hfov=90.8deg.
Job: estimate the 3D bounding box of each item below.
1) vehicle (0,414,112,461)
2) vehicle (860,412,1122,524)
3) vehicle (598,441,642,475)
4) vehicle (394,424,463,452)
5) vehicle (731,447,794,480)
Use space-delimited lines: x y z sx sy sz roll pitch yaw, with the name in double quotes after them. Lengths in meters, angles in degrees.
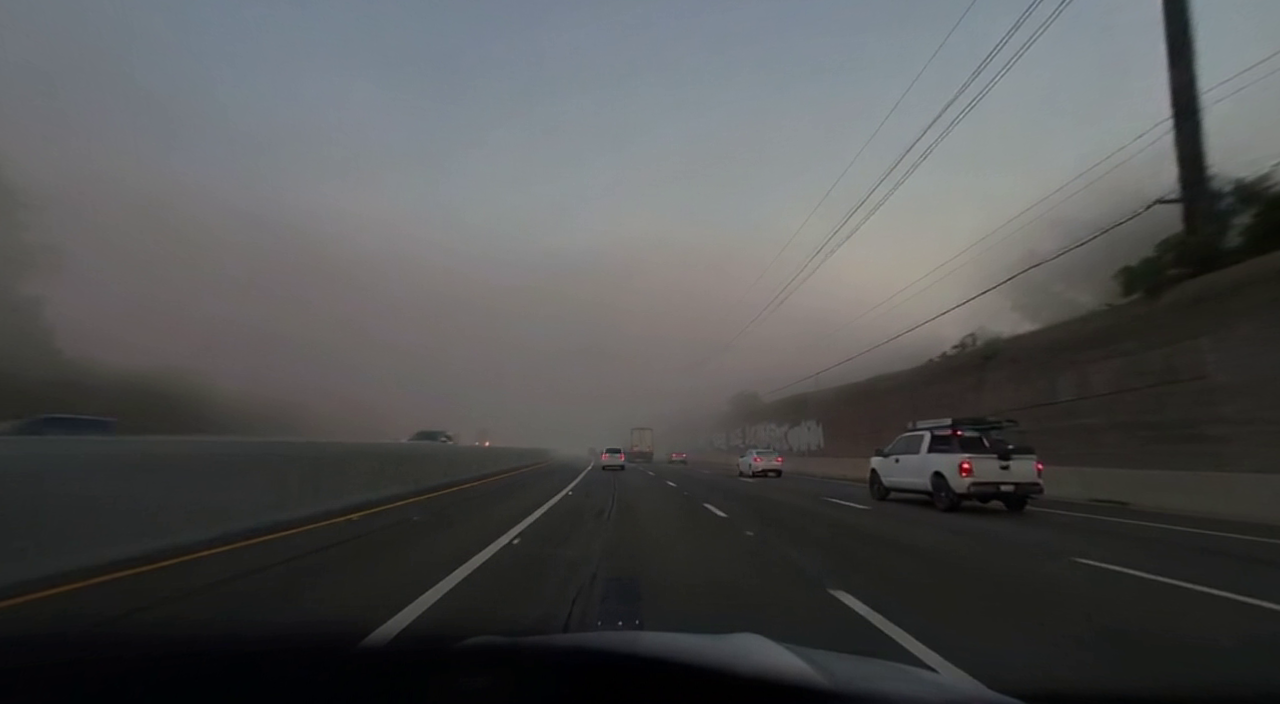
-21.317 3.043 22.080 1.870 1.492 4.545 0 -9 -2 "vehicle"
7.193 2.499 14.063 2.325 1.924 5.838 0 -9 -2 "vehicle"
-1.086 5.542 33.102 2.191 1.685 3.353 0 -9 -3 "vehicle"
-10.535 4.396 31.845 2.006 1.300 4.518 0 -9 -1 "vehicle"
6.082 5.589 31.975 2.032 1.525 4.631 0 -9 -3 "vehicle"
